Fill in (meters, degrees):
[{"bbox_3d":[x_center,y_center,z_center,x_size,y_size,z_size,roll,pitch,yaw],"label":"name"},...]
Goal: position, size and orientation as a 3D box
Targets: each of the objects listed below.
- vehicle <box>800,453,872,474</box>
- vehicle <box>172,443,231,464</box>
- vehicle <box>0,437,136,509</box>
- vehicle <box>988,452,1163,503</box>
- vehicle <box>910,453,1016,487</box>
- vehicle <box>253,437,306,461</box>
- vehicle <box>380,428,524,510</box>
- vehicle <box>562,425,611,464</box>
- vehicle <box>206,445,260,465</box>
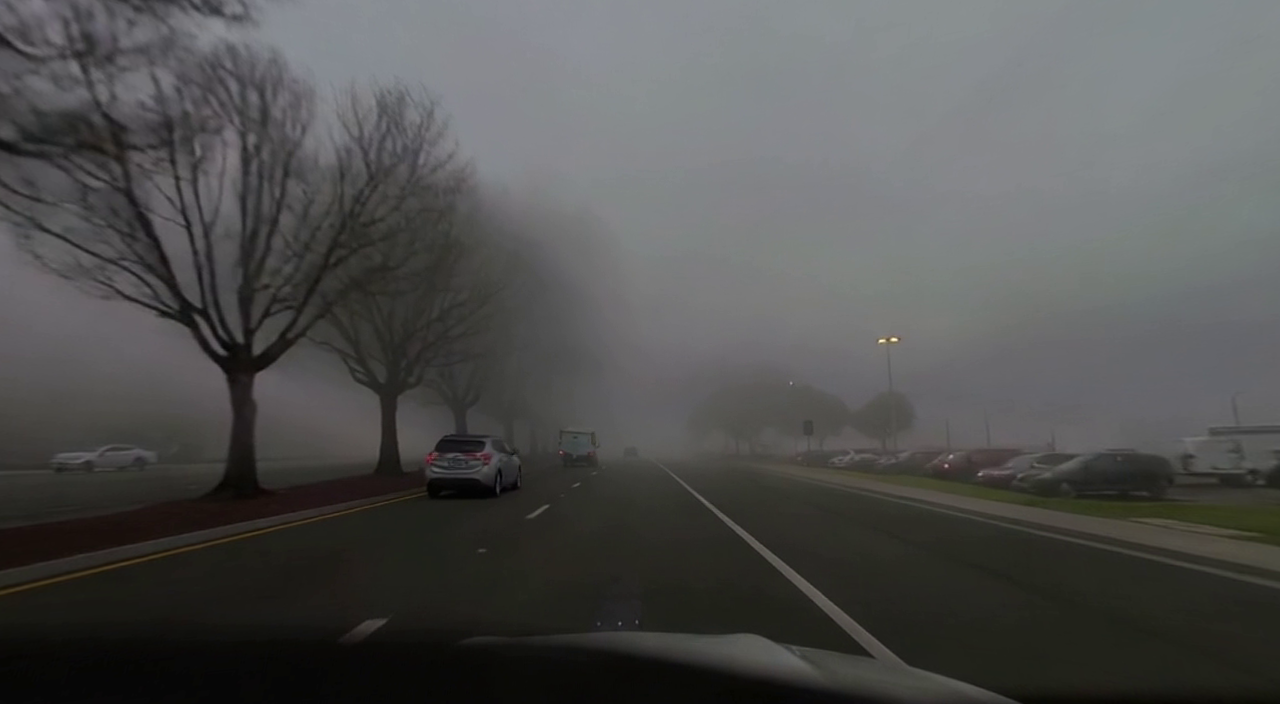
[{"bbox_3d":[14.887,8.489,47.994,4.788,1.464,2.083,-1,-10,0],"label":"vehicle"},{"bbox_3d":[-34.366,7.965,49.473,1.804,1.562,3.847,2,-9,0],"label":"vehicle"},{"bbox_3d":[-16.306,3.146,16.700,2.104,1.689,4.476,0,-9,0],"label":"vehicle"},{"bbox_3d":[16.718,4.823,24.415,5.041,1.803,2.182,-1,-9,2],"label":"vehicle"},{"bbox_3d":[16.808,6.130,32.894,4.413,1.659,1.913,0,-9,-1],"label":"vehicle"},{"bbox_3d":[-28.124,7.534,49.238,1.789,1.532,3.805,7,-7,0],"label":"vehicle"},{"bbox_3d":[-4.276,2.732,15.147,2.109,1.672,4.256,0,-9,0],"label":"vehicle"},{"bbox_3d":[-3.648,6.543,44.583,2.917,2.524,6.990,0,-9,-1],"label":"vehicle"},{"bbox_3d":[-32.195,8.155,49.890,1.724,1.479,3.791,0,-9,-1],"label":"vehicle"}]
